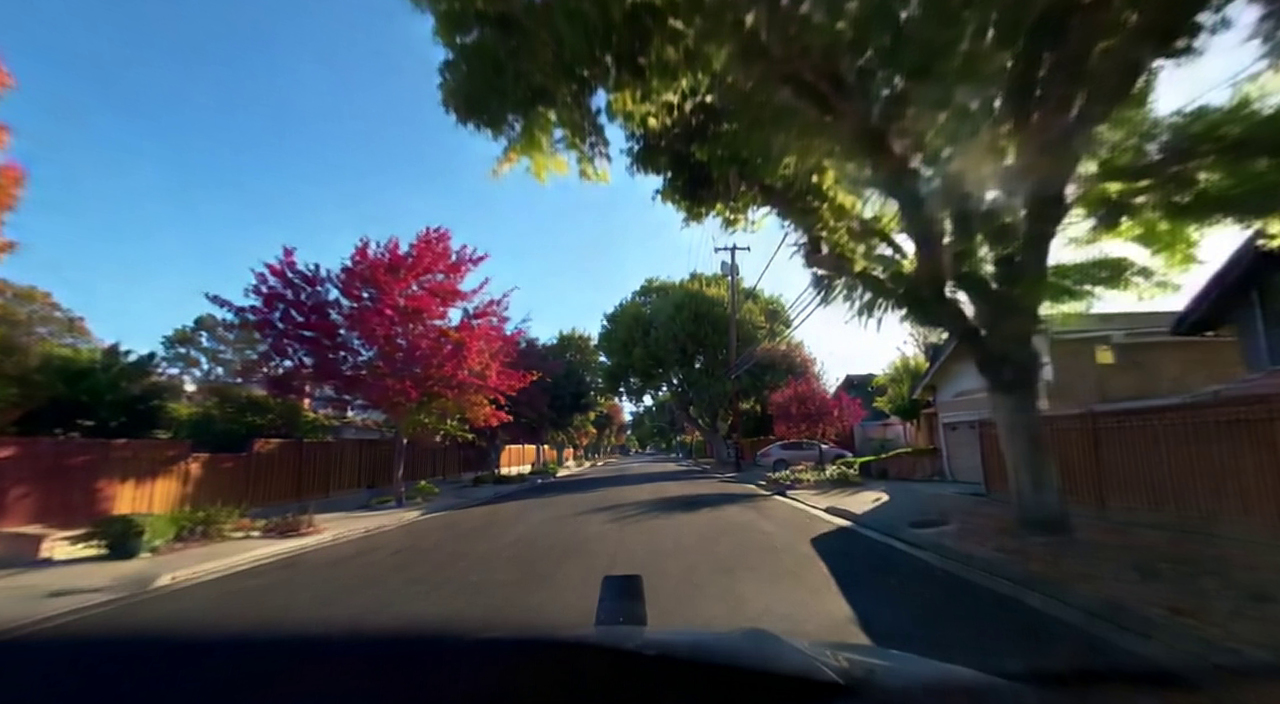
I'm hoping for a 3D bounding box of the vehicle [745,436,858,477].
[{"bbox_3d":[7.570,4.950,30.045,4.806,1.851,2.050,-1,-9,3],"label":"vehicle"}]
